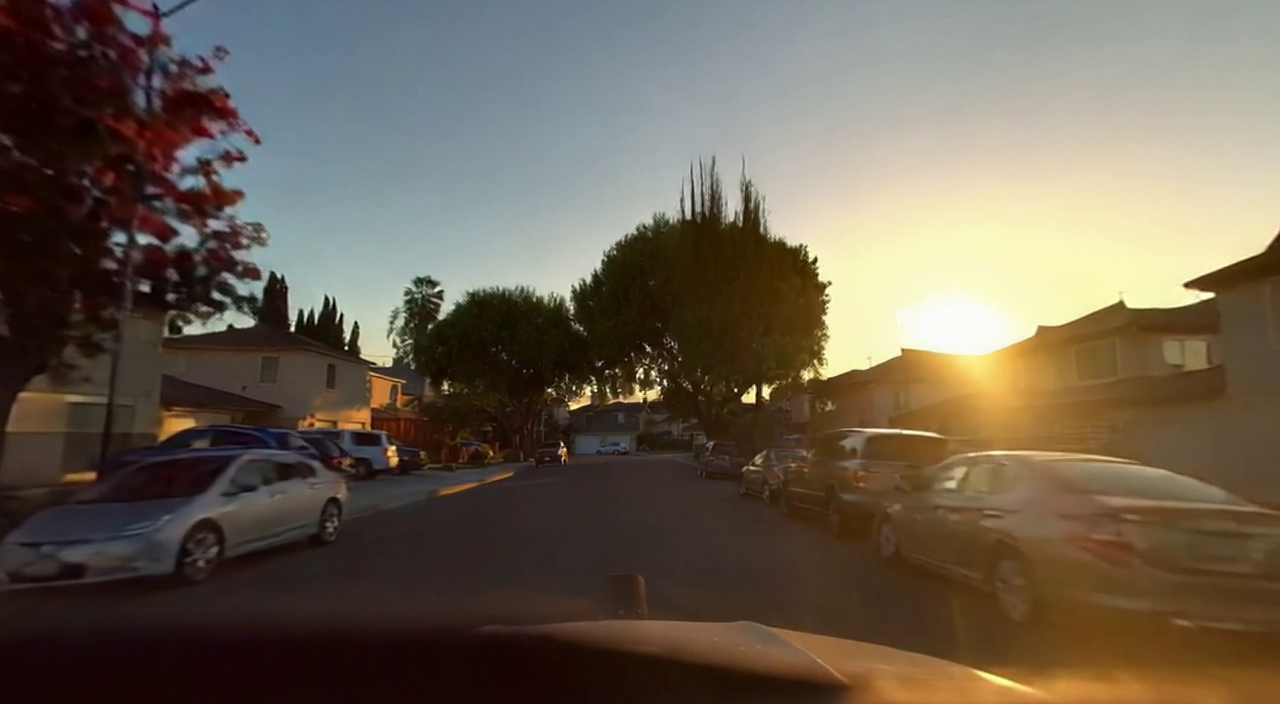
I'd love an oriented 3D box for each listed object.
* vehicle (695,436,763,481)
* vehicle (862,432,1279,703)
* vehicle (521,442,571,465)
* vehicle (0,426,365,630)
[{"bbox_3d":[3.921,4.808,28.902,2.235,1.829,5.194,0,-8,-1],"label":"vehicle"},{"bbox_3d":[3.912,1.515,5.753,2.042,1.456,4.903,0,-8,0],"label":"vehicle"},{"bbox_3d":[-6.646,7.064,44.187,2.236,1.459,4.832,3,-9,-23],"label":"vehicle"},{"bbox_3d":[-5.024,1.713,7.187,1.943,1.602,4.172,0,-8,-1],"label":"vehicle"}]
